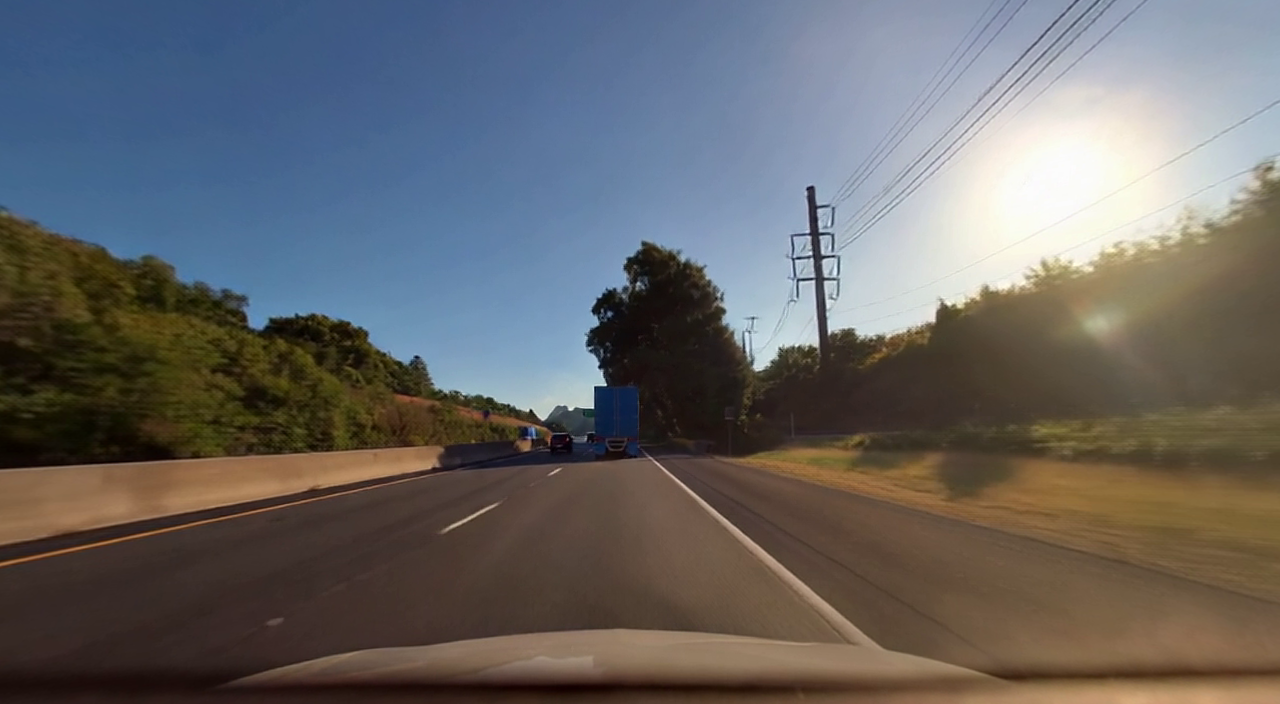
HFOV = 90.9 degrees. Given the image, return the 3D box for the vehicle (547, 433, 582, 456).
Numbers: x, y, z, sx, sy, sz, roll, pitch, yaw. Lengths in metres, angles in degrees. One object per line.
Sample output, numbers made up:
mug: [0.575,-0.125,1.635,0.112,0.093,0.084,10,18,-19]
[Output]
vehicle: [-5.507,6.801,46.396,2.117,1.618,4.480,0,-8,-1]

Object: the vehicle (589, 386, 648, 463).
vehicle: [-1.230,4.303,36.692,2.955,3.851,9.915,0,-8,-2]
